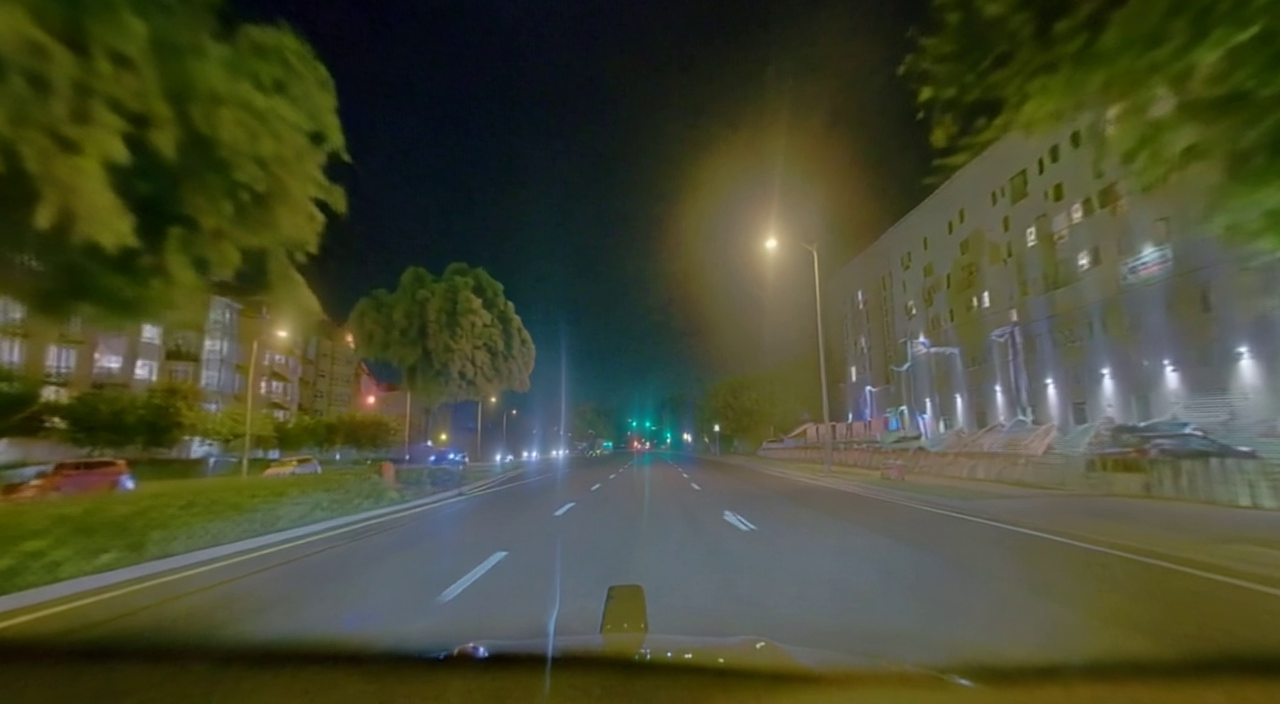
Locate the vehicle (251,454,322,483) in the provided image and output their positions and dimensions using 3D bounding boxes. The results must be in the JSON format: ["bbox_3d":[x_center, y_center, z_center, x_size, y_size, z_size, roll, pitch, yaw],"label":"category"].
[{"bbox_3d":[-23.107,7.596,41.395,1.957,1.672,4.743,0,-9,-1],"label":"vehicle"}]

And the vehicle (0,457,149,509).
[{"bbox_3d":[-22.909,5.193,25.468,2.067,1.743,5.056,0,-9,-1],"label":"vehicle"}]

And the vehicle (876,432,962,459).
[{"bbox_3d":[17.387,5.863,39.428,4.450,1.643,1.996,0,-9,0],"label":"vehicle"}]

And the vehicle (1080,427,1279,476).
[{"bbox_3d":[17.521,3.232,20.532,4.813,1.464,2.073,0,-9,-1],"label":"vehicle"}]
